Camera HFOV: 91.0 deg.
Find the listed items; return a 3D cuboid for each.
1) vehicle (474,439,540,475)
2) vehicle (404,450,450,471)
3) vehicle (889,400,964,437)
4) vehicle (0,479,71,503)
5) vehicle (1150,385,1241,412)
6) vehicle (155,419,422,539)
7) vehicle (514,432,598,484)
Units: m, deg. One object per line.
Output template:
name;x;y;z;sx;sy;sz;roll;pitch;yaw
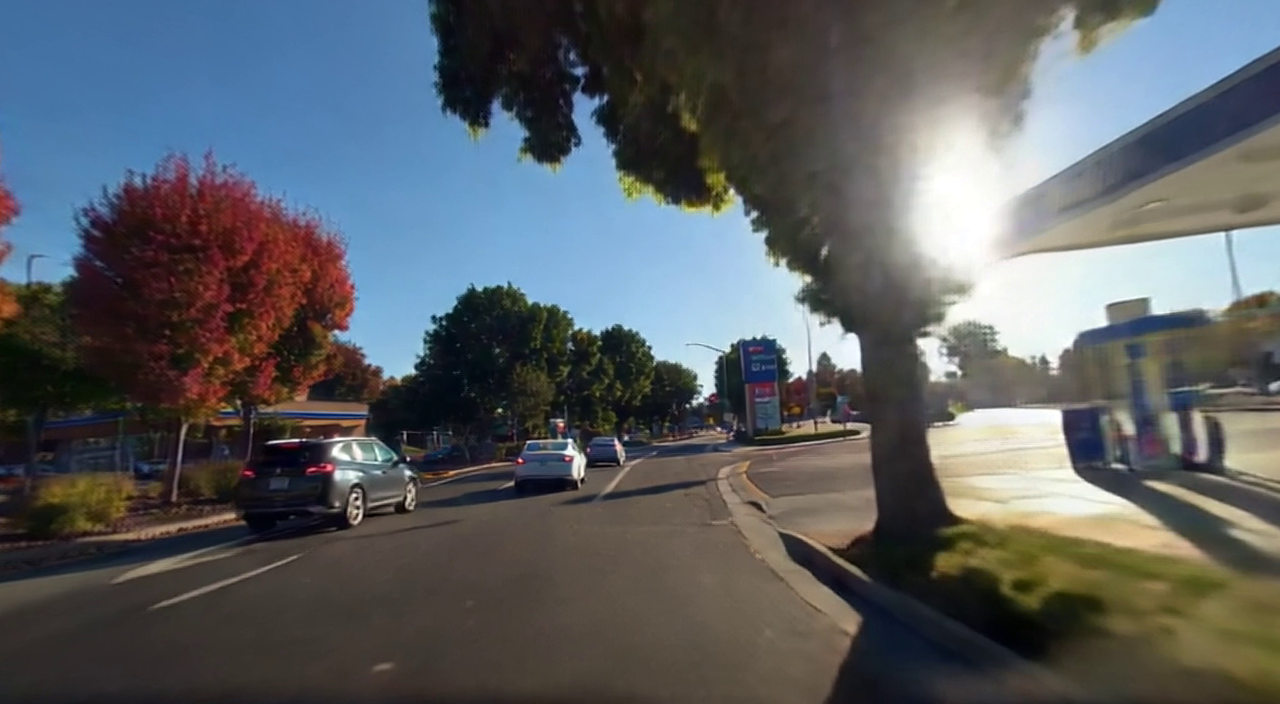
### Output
vehicle;-5.904;4.722;28.542;1.875;1.479;4.558;-1;-8;2
vehicle;-15.907;8.128;47.197;1.870;1.458;4.143;-1;-8;2
vehicle;18.921;4.506;41.976;2.322;2.152;5.668;-2;-8;0
vehicle;-44.026;9.980;45.212;4.384;1.490;2.031;-1;-10;2
vehicle;37.762;3.236;42.955;1.816;1.452;4.698;-7;-7;0
vehicle;-6.146;2.266;11.893;2.102;1.774;4.662;-1;-8;4
vehicle;-2.694;3.526;21.211;2.060;1.580;3.980;-1;-8;4
